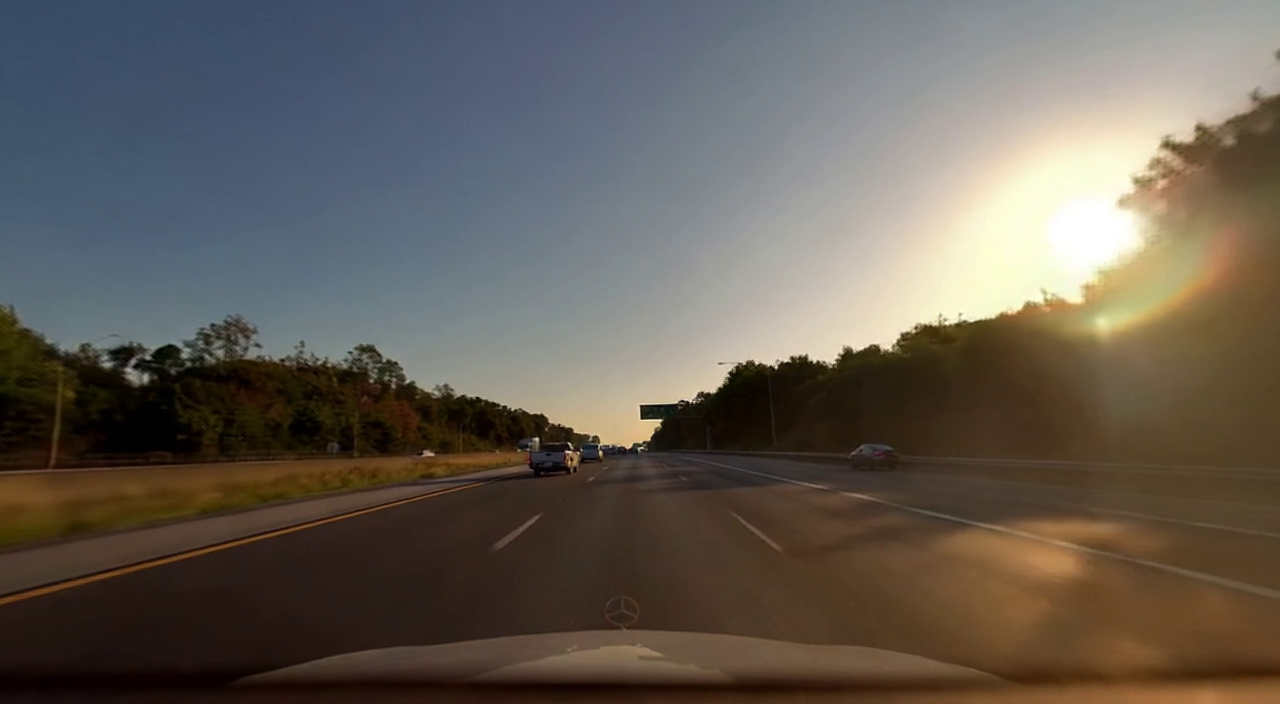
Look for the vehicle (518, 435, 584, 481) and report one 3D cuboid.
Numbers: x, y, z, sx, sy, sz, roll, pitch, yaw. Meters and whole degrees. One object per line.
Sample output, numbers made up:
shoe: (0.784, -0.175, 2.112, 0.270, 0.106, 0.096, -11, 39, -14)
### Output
vehicle: (-3.663, 4.472, 26.869, 2.114, 1.774, 4.427, 0, -9, 0)
